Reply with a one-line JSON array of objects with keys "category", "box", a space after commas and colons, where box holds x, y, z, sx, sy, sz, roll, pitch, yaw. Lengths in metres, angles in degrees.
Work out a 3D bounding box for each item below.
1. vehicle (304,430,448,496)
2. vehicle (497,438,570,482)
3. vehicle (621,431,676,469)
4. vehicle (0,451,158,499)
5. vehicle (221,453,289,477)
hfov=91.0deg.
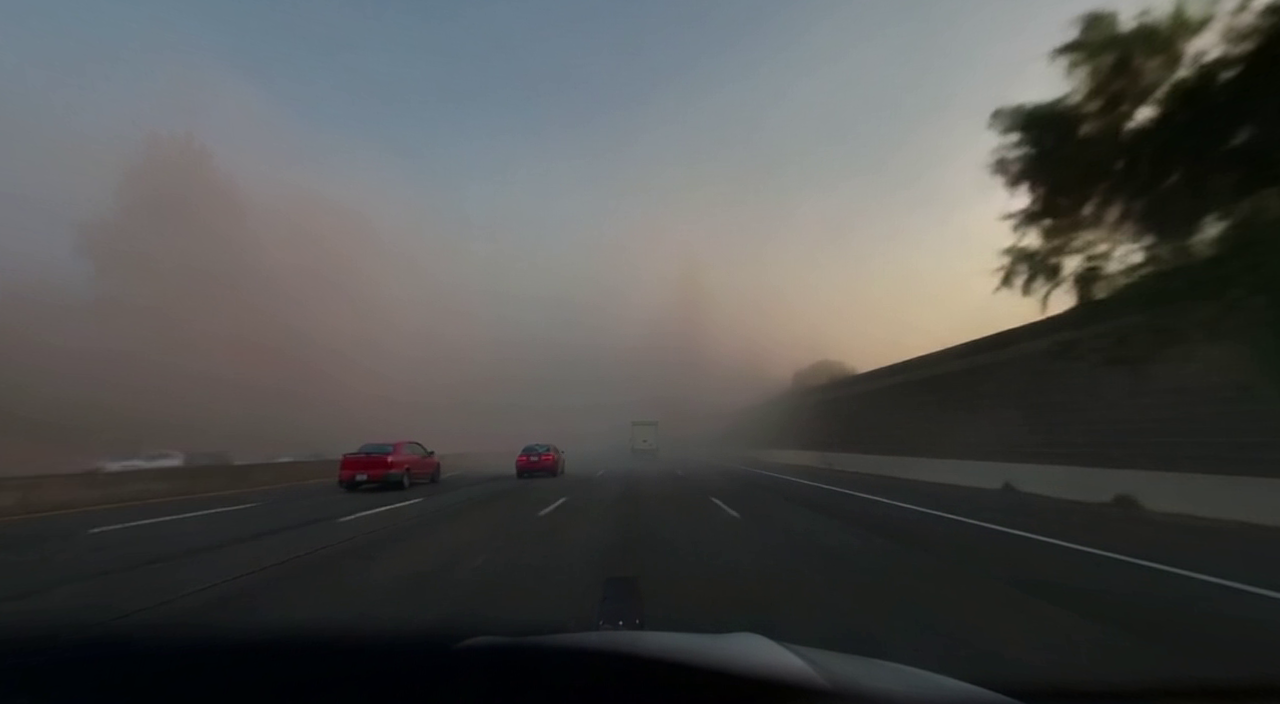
[{"category": "vehicle", "box": [-7.538, 3.218, 18.622, 2.189, 1.673, 4.699, 0, -8, 0]}, {"category": "vehicle", "box": [-3.961, 4.089, 24.164, 2.000, 1.512, 4.371, 0, -8, 0]}, {"category": "vehicle", "box": [0.422, 5.528, 35.572, 2.856, 1.994, 4.931, 0, -8, -1]}, {"category": "vehicle", "box": [-20.893, 4.529, 23.597, 1.886, 1.543, 4.774, 0, -8, 0]}, {"category": "vehicle", "box": [-27.881, 8.188, 45.781, 1.864, 1.548, 4.753, 0, -8, 0]}]
